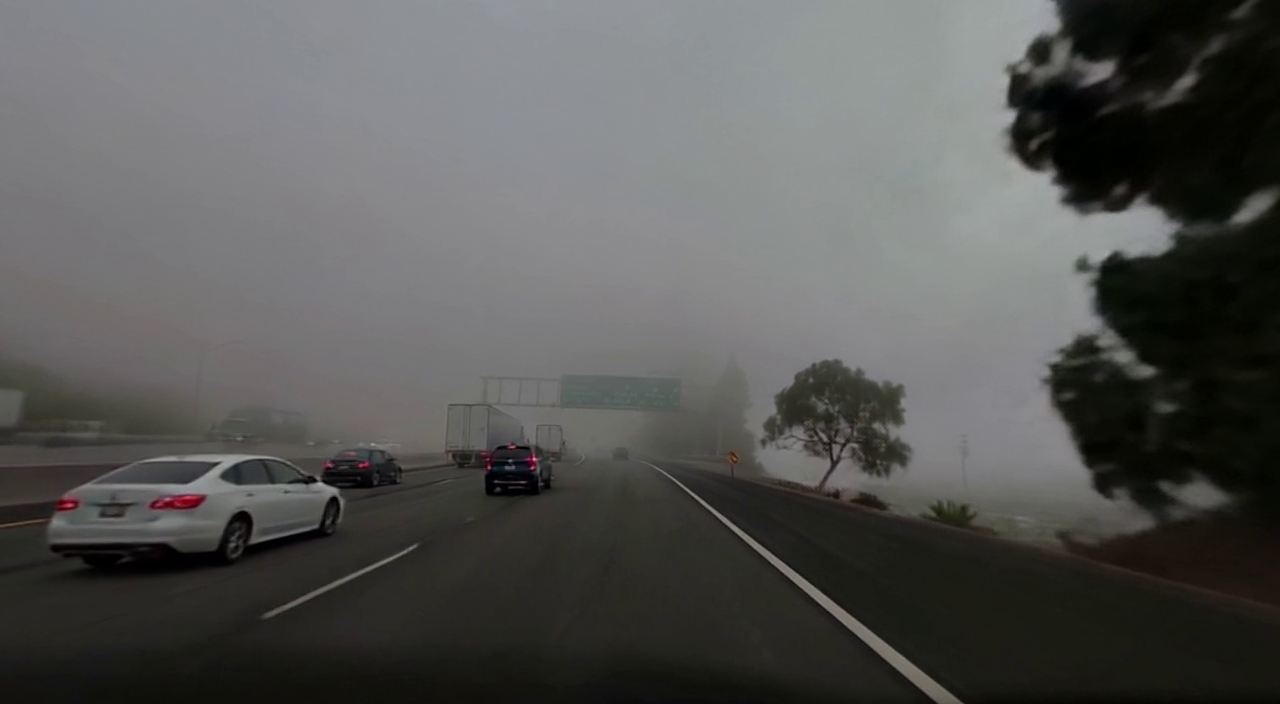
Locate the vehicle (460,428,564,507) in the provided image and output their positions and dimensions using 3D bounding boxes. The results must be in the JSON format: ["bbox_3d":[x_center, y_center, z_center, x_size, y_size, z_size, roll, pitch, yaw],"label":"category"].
[{"bbox_3d":[-3.282,3.068,17.365,2.093,1.785,5.303,0,-9,-4],"label":"vehicle"}]

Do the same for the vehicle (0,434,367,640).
[{"bbox_3d":[-4.874,1.670,6.858,1.932,1.445,4.625,0,-9,-2],"label":"vehicle"}]

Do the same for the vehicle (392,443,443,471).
[{"bbox_3d":[-15.332,7.218,43.833,2.069,1.789,4.768,0,-9,-4],"label":"vehicle"}]
